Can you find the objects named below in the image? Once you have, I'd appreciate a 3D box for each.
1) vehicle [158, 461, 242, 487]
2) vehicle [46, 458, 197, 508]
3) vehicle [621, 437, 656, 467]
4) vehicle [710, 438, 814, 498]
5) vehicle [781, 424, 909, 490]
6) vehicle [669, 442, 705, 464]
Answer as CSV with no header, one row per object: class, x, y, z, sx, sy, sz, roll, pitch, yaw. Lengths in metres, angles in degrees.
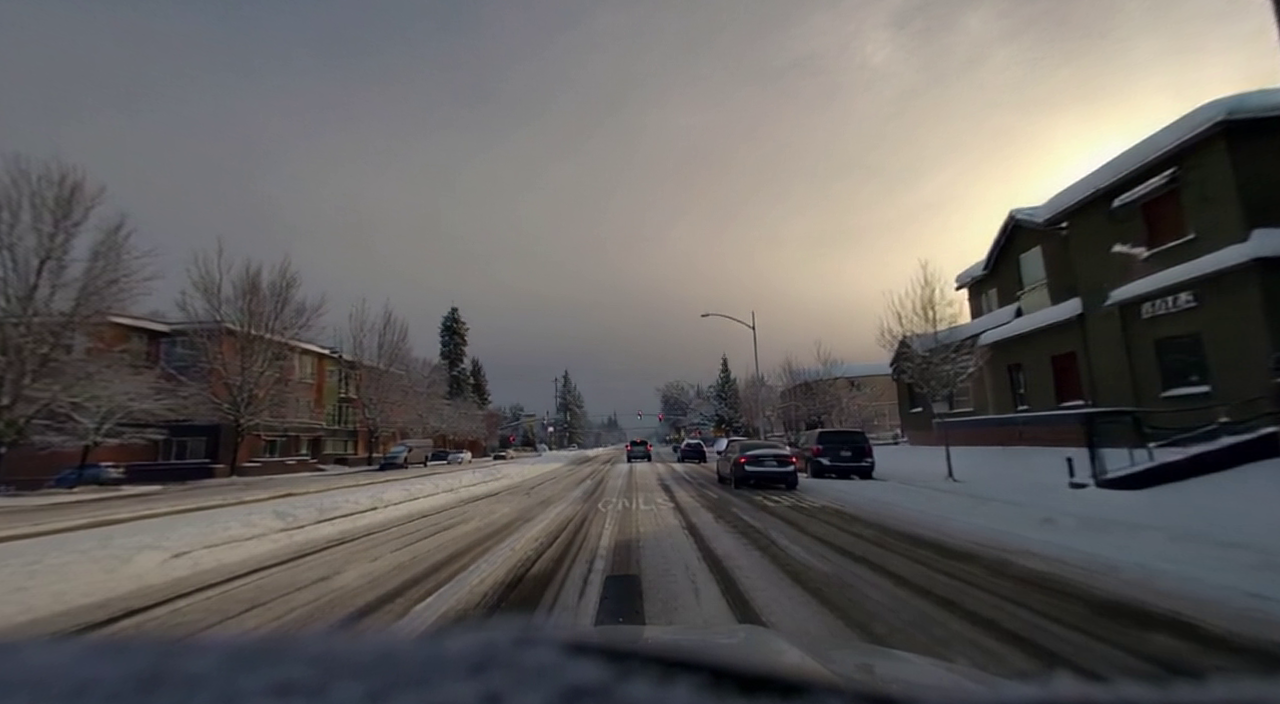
vehicle,-30.726,8.513,44.049,4.370,1.725,2.052,-1,-9,5
vehicle,-22.495,5.669,27.685,2.113,1.865,5.128,-1,-9,2
vehicle,-0.143,6.731,42.554,2.239,1.856,4.815,0,-9,-1
vehicle,3.348,3.288,18.239,1.977,1.498,4.521,0,-9,-2
vehicle,6.795,3.596,21.777,2.378,1.946,5.826,0,-9,-1
vehicle,3.343,7.302,45.599,2.178,1.546,4.311,0,-9,0
